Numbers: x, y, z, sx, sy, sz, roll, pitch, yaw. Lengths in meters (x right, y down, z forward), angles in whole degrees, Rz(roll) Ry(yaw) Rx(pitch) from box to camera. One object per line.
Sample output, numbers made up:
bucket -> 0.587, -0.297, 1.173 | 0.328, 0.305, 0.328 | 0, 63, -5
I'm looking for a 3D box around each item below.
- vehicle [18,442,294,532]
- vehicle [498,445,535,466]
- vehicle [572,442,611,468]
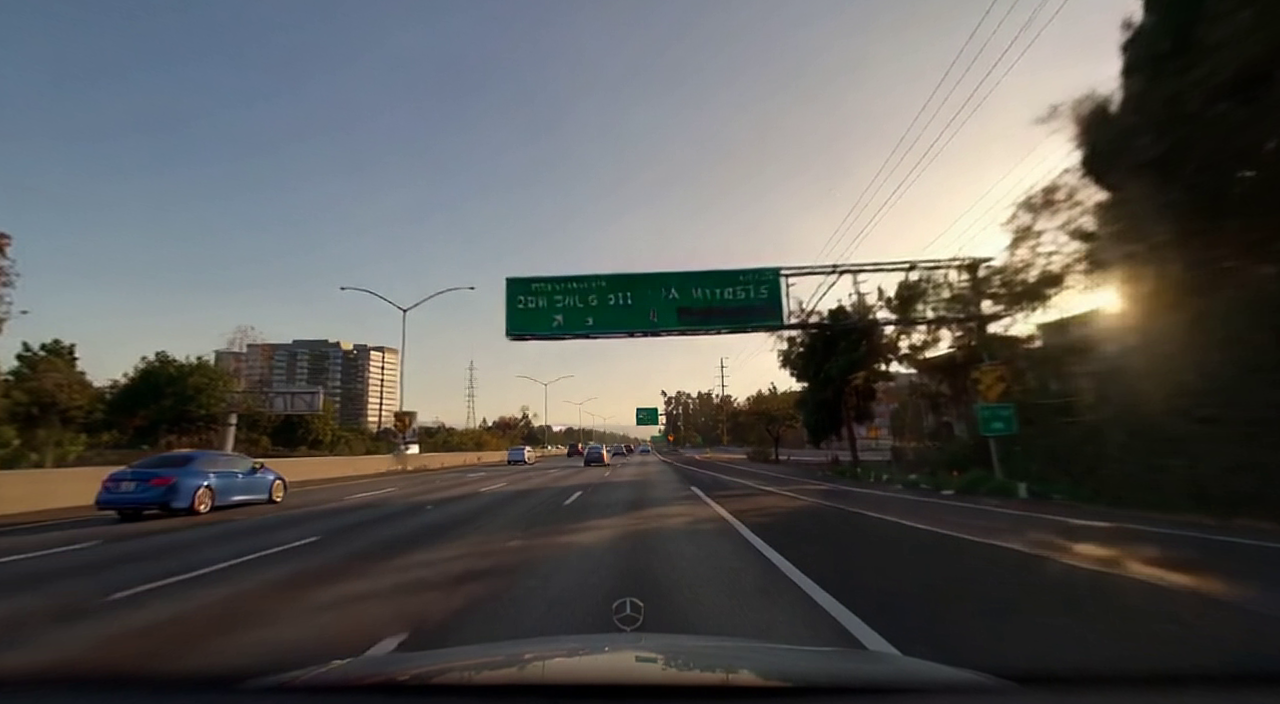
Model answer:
vehicle -> -9.829, 2.722, 13.497 | 2.002, 1.526, 4.822 | -1, -8, 1
vehicle -> -9.373, 7.838, 48.027 | 1.930, 1.490, 3.955 | -1, -8, 1
vehicle -> -2.999, 6.452, 39.736 | 2.050, 1.479, 4.342 | -1, -8, 1
